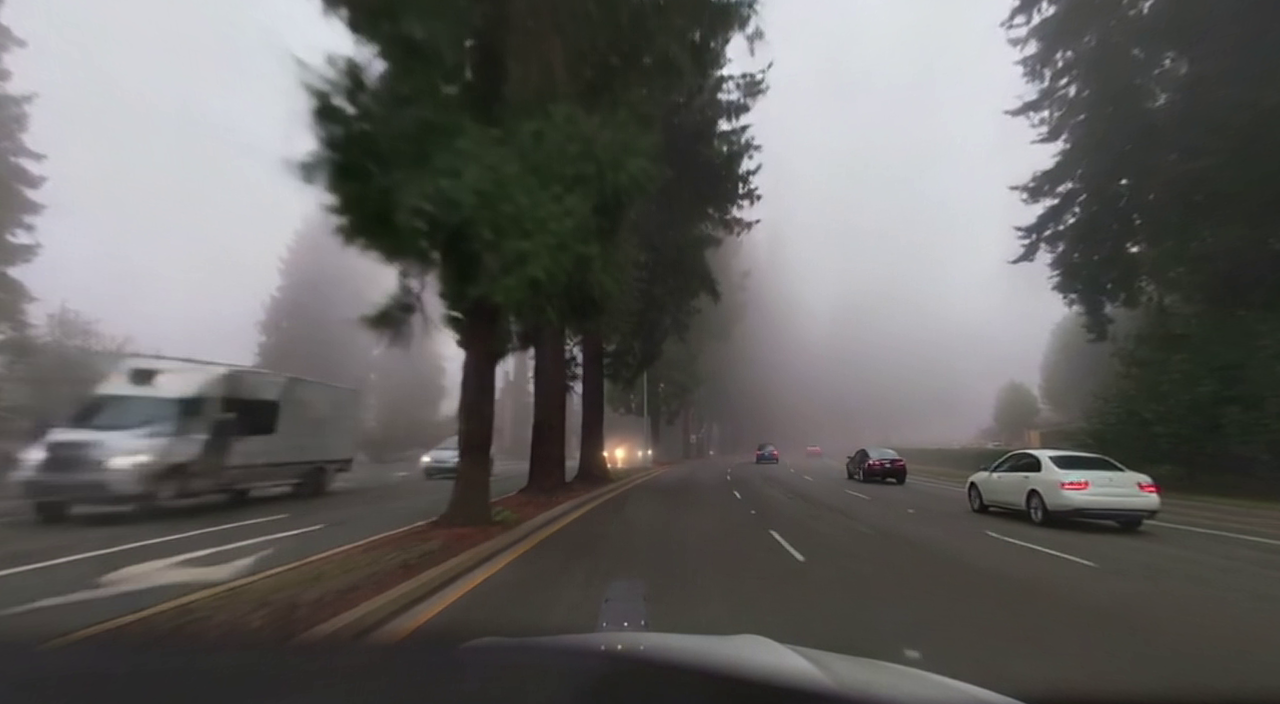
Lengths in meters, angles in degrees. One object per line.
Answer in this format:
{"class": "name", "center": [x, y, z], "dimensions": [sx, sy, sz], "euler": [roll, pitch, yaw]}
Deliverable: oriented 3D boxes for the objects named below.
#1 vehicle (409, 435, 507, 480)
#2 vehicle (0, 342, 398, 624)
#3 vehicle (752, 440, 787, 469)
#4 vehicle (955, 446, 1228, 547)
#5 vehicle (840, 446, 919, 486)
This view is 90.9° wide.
{"class": "vehicle", "center": [-7.159, 4.207, 25.362], "dimensions": [2.126, 1.637, 4.509], "euler": [-1, -8, 7]}
{"class": "vehicle", "center": [-5.257, 1.427, 7.862], "dimensions": [2.334, 2.214, 5.724], "euler": [0, -8, -2]}
{"class": "vehicle", "center": [8.192, 6.512, 40.208], "dimensions": [1.991, 1.684, 4.127], "euler": [-2, -8, 9]}
{"class": "vehicle", "center": [7.487, 2.373, 11.155], "dimensions": [1.783, 1.386, 4.433], "euler": [-1, -8, 4]}
{"class": "vehicle", "center": [9.649, 4.584, 25.764], "dimensions": [1.855, 1.444, 4.389], "euler": [-1, -8, 6]}
